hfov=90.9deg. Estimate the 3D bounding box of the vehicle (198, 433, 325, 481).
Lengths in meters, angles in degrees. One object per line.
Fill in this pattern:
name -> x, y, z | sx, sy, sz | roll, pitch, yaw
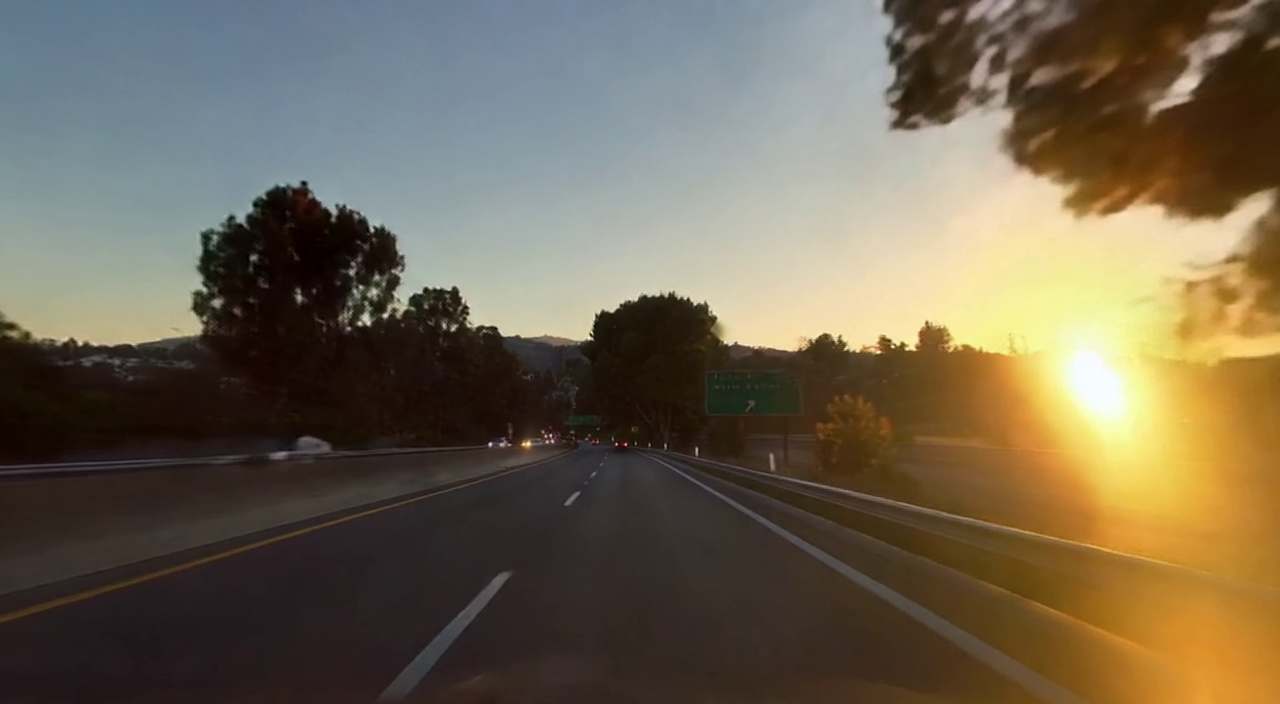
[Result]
vehicle -> -13.014, 3.618, 22.015 | 1.972, 1.503, 3.935 | 0, -8, 0
